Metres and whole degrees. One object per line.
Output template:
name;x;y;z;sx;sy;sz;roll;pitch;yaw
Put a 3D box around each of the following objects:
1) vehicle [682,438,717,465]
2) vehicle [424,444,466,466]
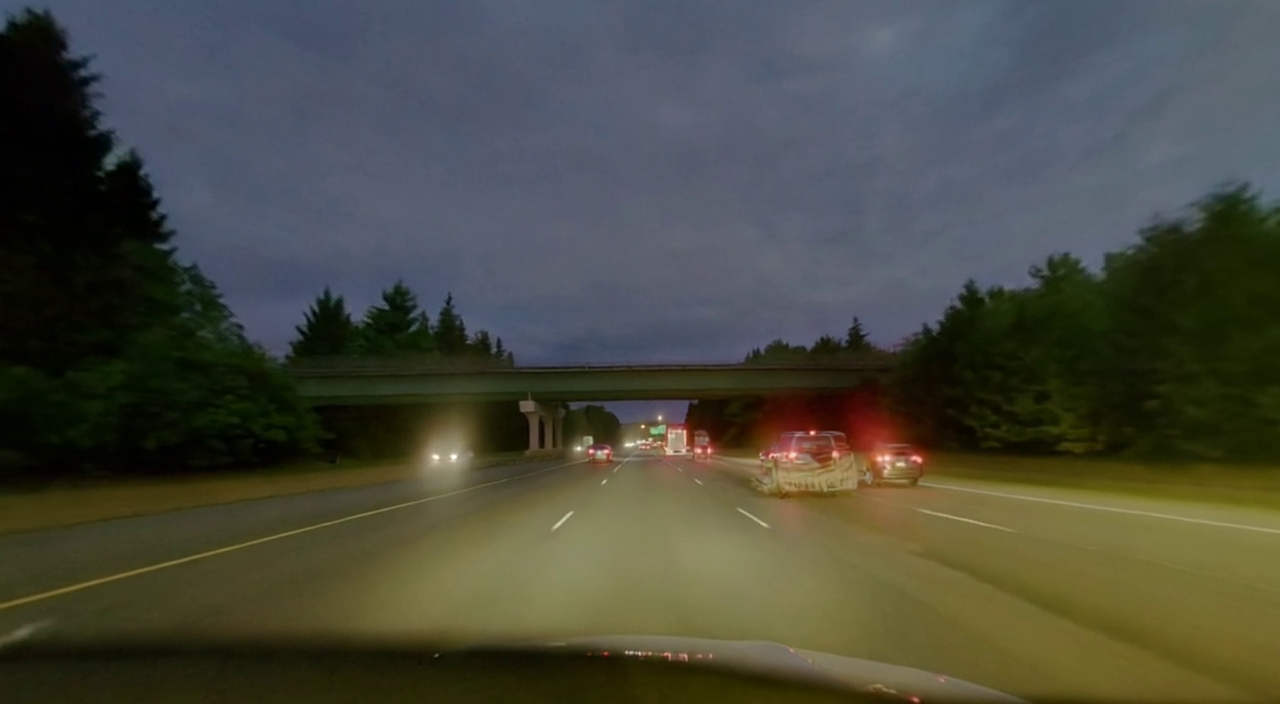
vehicle;4.508;7.610;48.313;2.100;1.889;4.969;0;-9;-1
vehicle;-15.330;8.101;49.792;1.948;1.617;4.249;0;-9;0
